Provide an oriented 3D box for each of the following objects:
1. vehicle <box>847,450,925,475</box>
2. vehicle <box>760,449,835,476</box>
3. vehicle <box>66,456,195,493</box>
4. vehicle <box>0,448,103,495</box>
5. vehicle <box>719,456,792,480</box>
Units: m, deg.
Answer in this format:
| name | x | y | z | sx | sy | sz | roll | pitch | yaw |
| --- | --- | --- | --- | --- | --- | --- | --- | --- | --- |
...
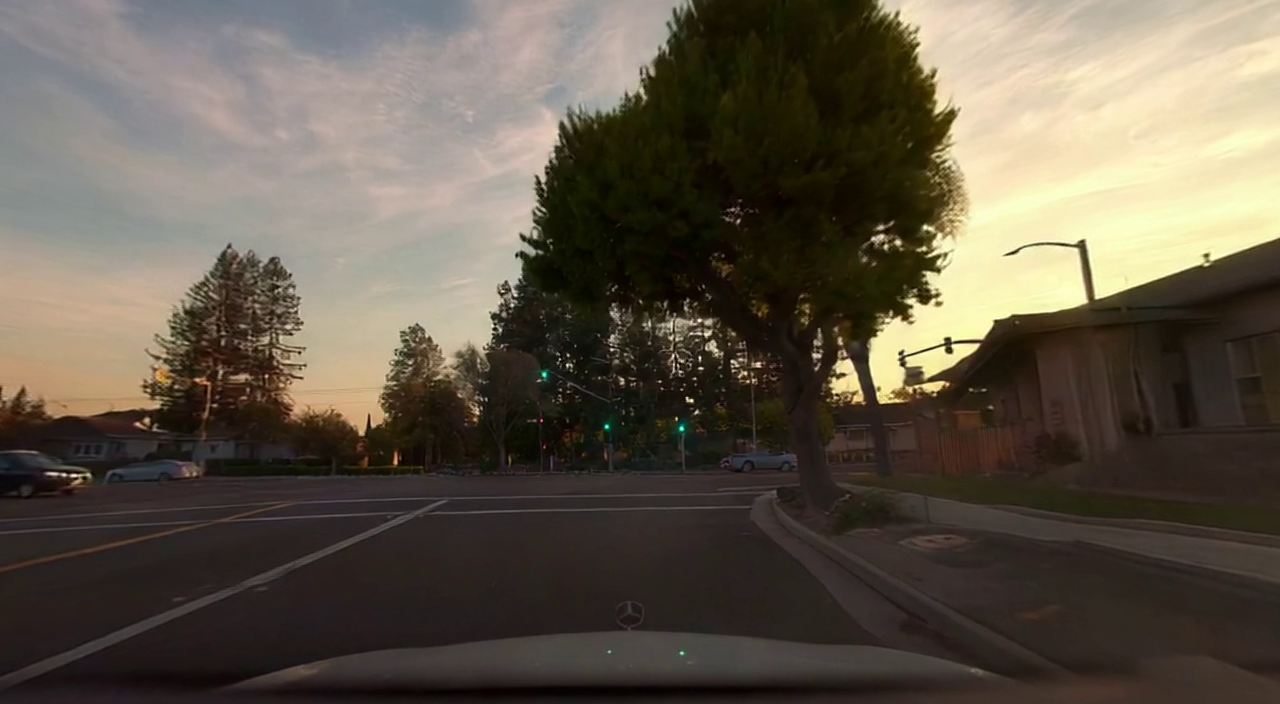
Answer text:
| name | x | y | z | sx | sy | sz | roll | pitch | yaw |
| --- | --- | --- | --- | --- | --- | --- | --- | --- | --- |
| vehicle | 17.178 | 7.736 | 44.131 | 4.626 | 1.608 | 1.911 | 1 | -9 | -8 |
| vehicle | 9.768 | 6.838 | 39.304 | 4.106 | 1.583 | 1.806 | 1 | -9 | -9 |
| vehicle | -26.000 | 6.262 | 32.320 | 4.664 | 1.728 | 1.959 | 1 | -9 | -6 |
| vehicle | -25.149 | 4.722 | 25.147 | 5.107 | 1.749 | 2.254 | 0 | -9 | -6 |
| vehicle | 7.783 | 7.814 | 42.601 | 4.510 | 1.461 | 1.828 | 1 | -9 | -8 |
